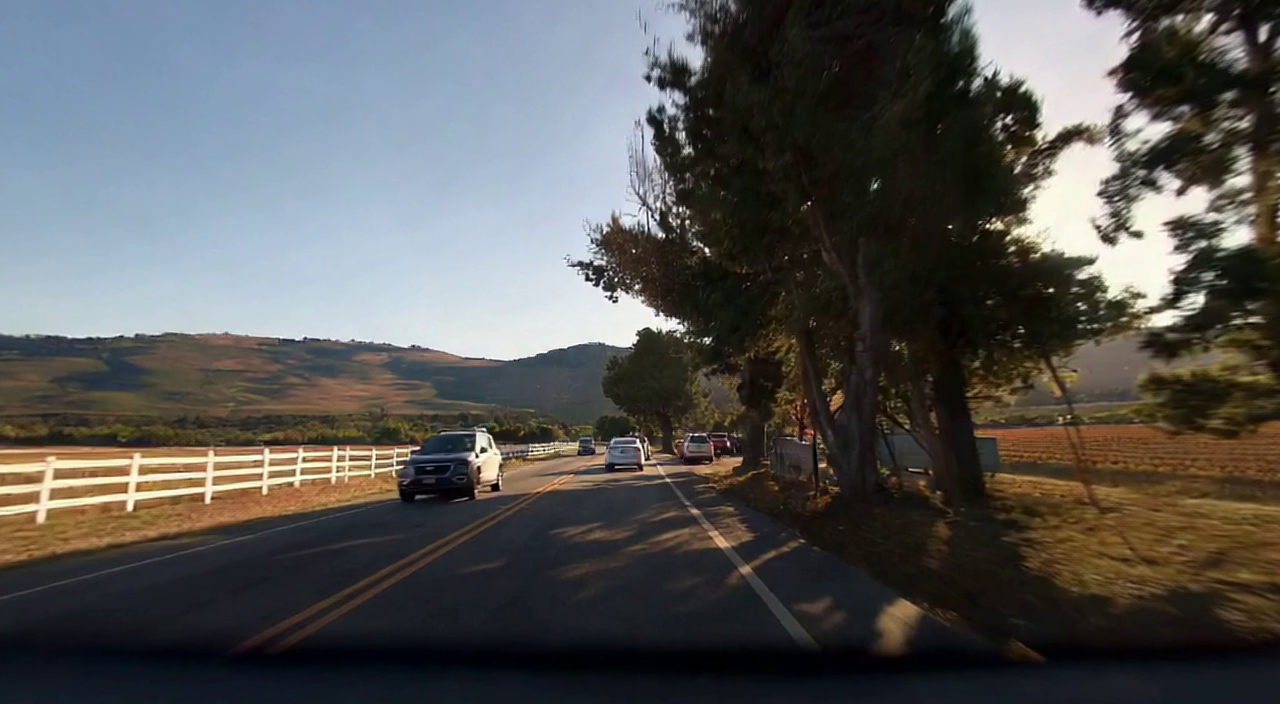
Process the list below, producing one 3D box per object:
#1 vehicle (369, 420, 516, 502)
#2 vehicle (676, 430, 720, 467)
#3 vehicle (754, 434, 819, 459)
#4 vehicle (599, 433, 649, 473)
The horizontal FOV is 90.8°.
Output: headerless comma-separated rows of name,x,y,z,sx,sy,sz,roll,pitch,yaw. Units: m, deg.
vehicle,-5.235,3.005,17.785,2.307,1.907,5.571,0,-8,0
vehicle,3.411,5.601,36.736,2.348,1.969,5.269,-1,-9,6
vehicle,9.605,6.264,41.848,1.975,1.545,4.333,3,-9,-22
vehicle,-0.703,4.615,29.033,2.158,1.669,4.006,0,-9,0
